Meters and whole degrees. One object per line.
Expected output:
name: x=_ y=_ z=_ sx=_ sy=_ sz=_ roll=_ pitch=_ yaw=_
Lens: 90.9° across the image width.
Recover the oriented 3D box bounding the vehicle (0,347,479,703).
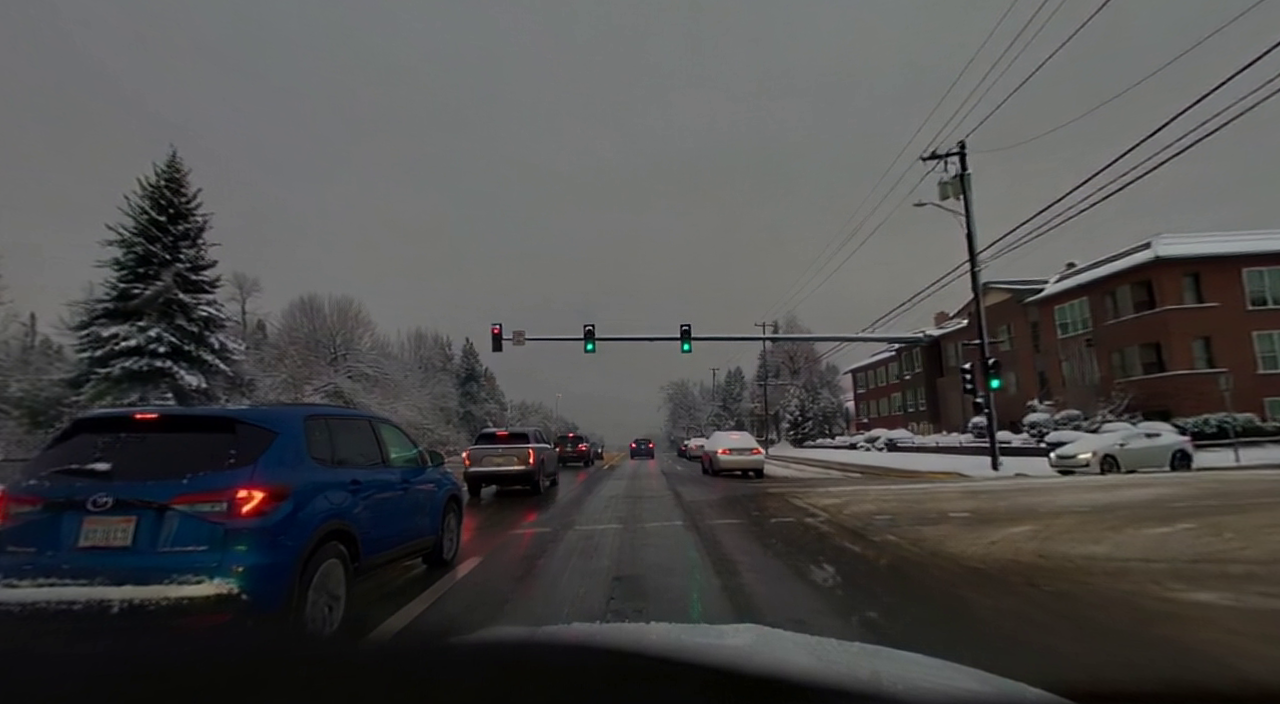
vehicle: x=-3.010 y=1.161 z=5.205 sx=2.127 sy=1.754 sz=4.287 roll=0 pitch=-8 yaw=1

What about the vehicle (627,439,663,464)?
vehicle: x=0.338 y=6.371 z=40.491 sx=2.185 sy=1.515 sz=4.215 roll=0 pitch=-8 yaw=1

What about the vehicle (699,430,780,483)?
vehicle: x=3.509 y=3.808 z=23.241 sx=2.201 sy=1.734 sz=4.564 roll=0 pitch=-8 yaw=-1

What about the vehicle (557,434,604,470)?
vehicle: x=-2.925 y=5.050 z=31.888 sx=1.900 sy=1.677 sz=4.128 roll=0 pitch=-8 yaw=1

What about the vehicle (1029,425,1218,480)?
vehicle: x=14.977 y=3.147 z=19.808 sx=4.119 sy=1.574 sz=2.028 roll=-2 pitch=-9 yaw=11

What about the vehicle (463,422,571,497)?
vehicle: x=-3.139 y=2.862 z=17.100 sx=1.958 sy=1.744 sz=4.315 roll=0 pitch=-8 yaw=2
